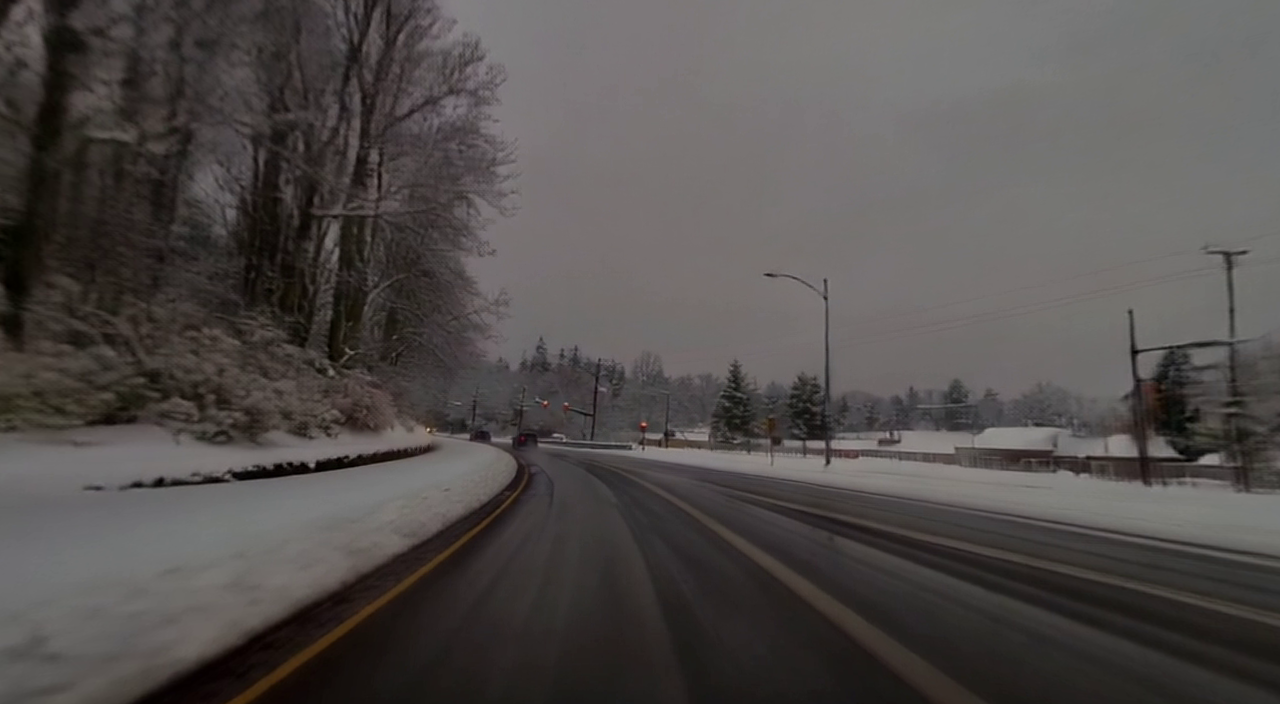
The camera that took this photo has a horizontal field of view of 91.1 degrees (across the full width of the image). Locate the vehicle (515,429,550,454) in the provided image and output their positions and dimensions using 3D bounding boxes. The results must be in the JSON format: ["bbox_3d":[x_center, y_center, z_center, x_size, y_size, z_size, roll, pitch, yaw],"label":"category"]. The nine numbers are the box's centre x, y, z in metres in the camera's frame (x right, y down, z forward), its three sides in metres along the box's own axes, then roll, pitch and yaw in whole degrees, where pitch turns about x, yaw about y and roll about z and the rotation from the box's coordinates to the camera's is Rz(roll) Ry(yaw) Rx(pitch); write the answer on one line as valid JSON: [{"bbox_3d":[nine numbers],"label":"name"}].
[{"bbox_3d":[-7.803,6.475,45.349,1.947,1.729,4.051,3,-9,-17],"label":"vehicle"}]
